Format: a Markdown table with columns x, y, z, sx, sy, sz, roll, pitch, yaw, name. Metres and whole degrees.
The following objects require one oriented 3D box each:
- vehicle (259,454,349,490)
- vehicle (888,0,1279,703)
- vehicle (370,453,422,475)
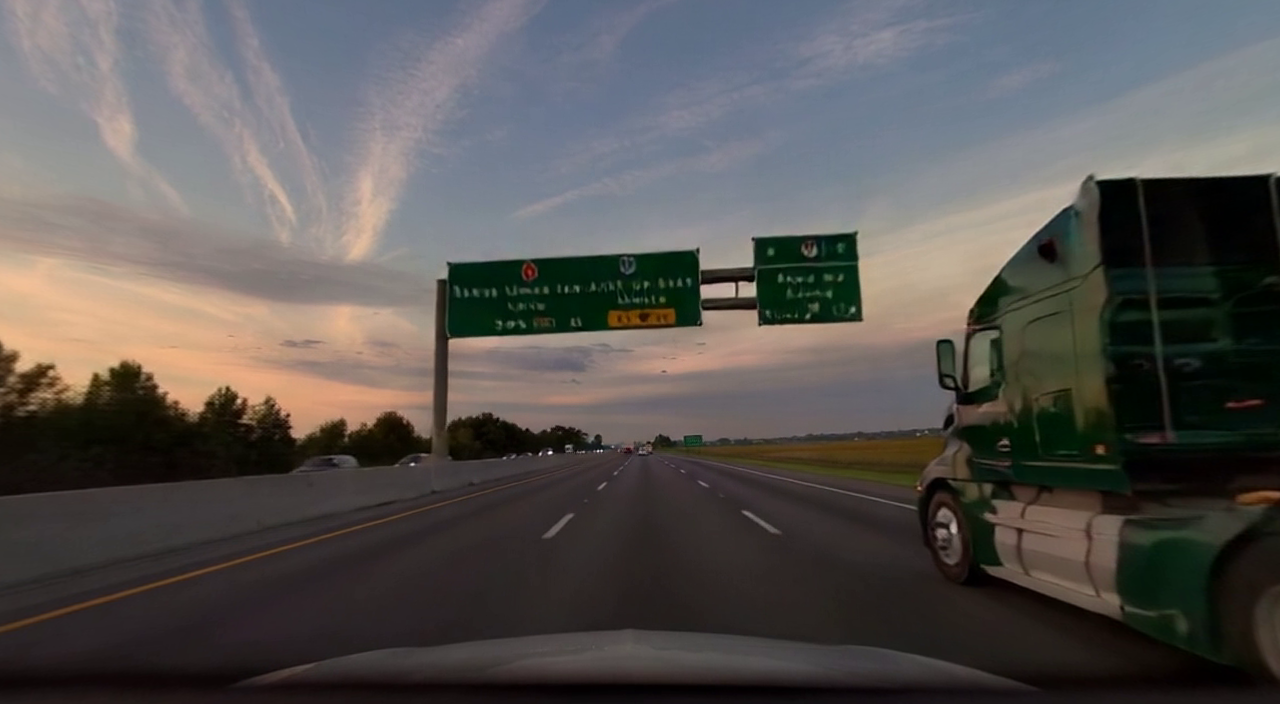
| x | y | z | sx | sy | sz | roll | pitch | yaw | name |
| --- | --- | --- | --- | --- | --- | --- | --- | --- | --- |
| -14.867 | 5.298 | 28.158 | 1.810 | 1.454 | 4.056 | 0 | -9 | 0 | vehicle |
| 4.022 | -0.053 | 3.147 | 3.051 | 3.968 | 5.943 | 0 | -9 | 0 | vehicle |
| -18.066 | 8.298 | 46.847 | 1.945 | 1.482 | 4.735 | 0 | -9 | 0 | vehicle |
